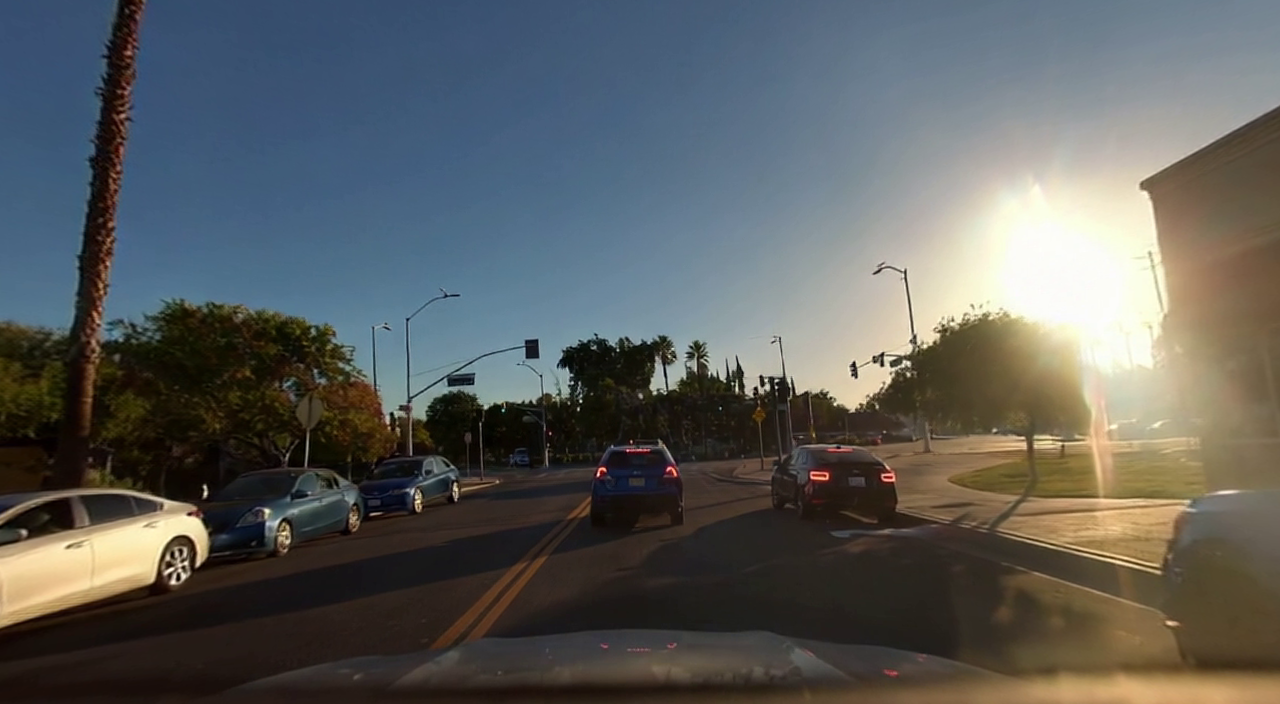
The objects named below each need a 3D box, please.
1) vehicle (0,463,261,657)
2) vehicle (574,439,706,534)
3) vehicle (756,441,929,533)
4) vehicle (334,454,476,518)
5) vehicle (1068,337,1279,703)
[{"bbox_3d":[-6.161,1.929,6.340,1.850,1.482,4.454,0,-8,1],"label":"vehicle"},{"bbox_3d":[-0.017,2.411,11.964,2.060,1.452,4.078,0,-8,0],"label":"vehicle"},{"bbox_3d":[3.583,2.440,12.135,1.821,1.417,4.454,0,-8,-1],"label":"vehicle"},{"bbox_3d":[-6.343,3.649,17.767,2.105,1.469,4.693,0,-8,1],"label":"vehicle"},{"bbox_3d":[3.620,0.632,1.154,2.099,1.786,5.198,0,-8,1],"label":"vehicle"}]
